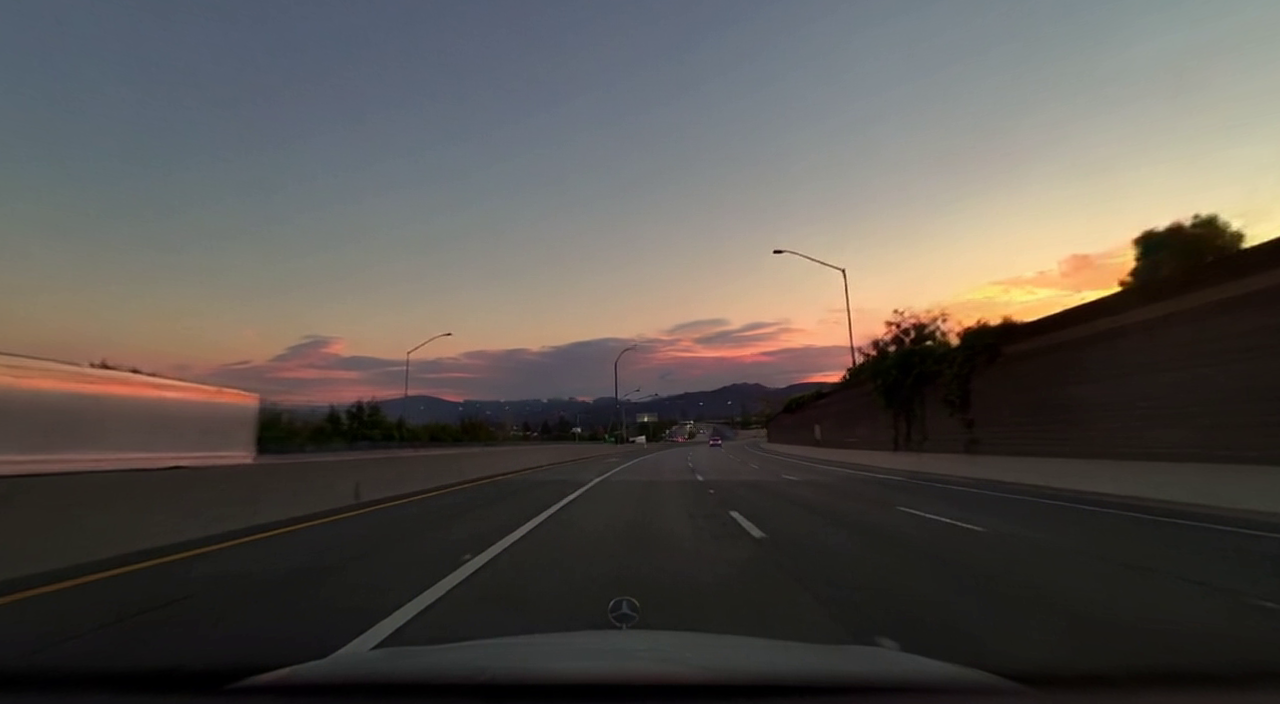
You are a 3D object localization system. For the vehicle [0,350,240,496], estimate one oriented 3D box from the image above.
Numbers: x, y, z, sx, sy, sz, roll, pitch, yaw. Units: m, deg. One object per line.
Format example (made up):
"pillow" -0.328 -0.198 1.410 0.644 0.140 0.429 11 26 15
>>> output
"vehicle" -19.022 2.040 17.919 2.915 3.953 18.794 0 -8 1
